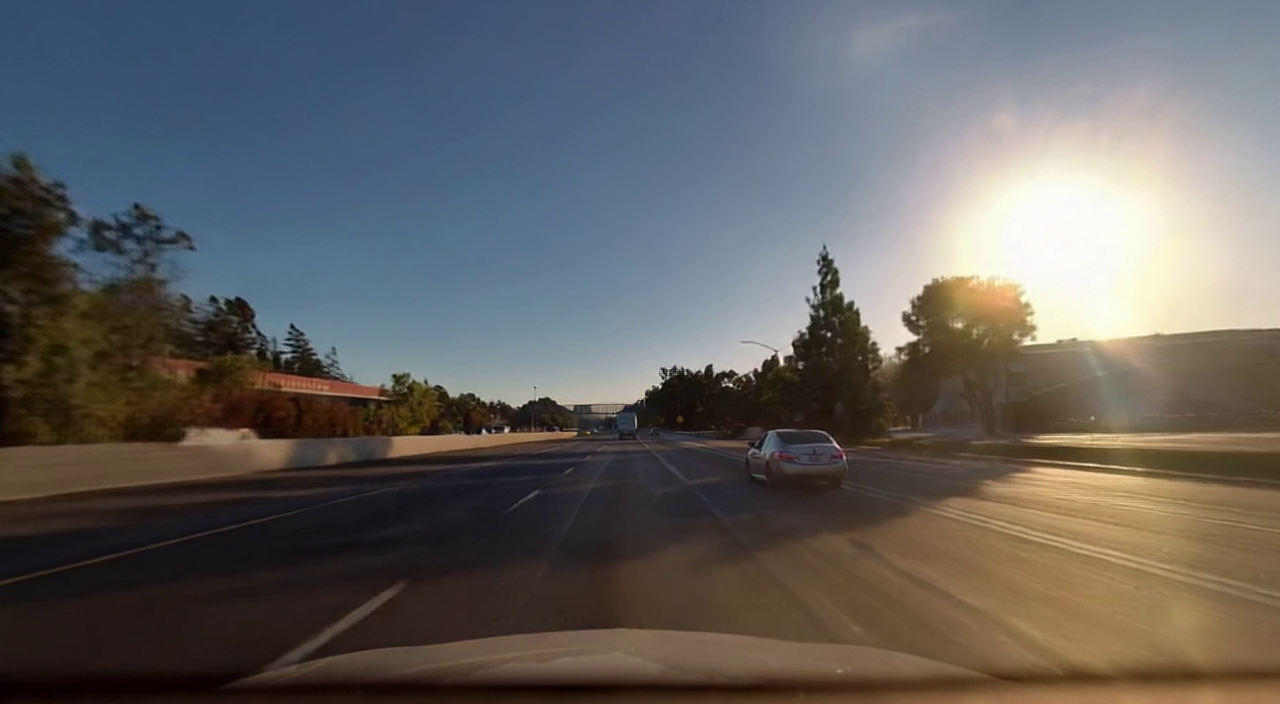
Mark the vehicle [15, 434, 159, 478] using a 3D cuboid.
[{"bbox_3d":[-20.787,3.891,23.880,1.820,1.539,3.955,0,-8,0],"label":"vehicle"}]

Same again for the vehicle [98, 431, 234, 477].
[{"bbox_3d":[-16.725,3.596,22.463,1.831,1.484,3.894,0,-8,-1],"label":"vehicle"}]

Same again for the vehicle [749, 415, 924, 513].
[{"bbox_3d":[3.520,2.067,12.139,1.973,1.563,3.959,0,-8,-2],"label":"vehicle"}]
